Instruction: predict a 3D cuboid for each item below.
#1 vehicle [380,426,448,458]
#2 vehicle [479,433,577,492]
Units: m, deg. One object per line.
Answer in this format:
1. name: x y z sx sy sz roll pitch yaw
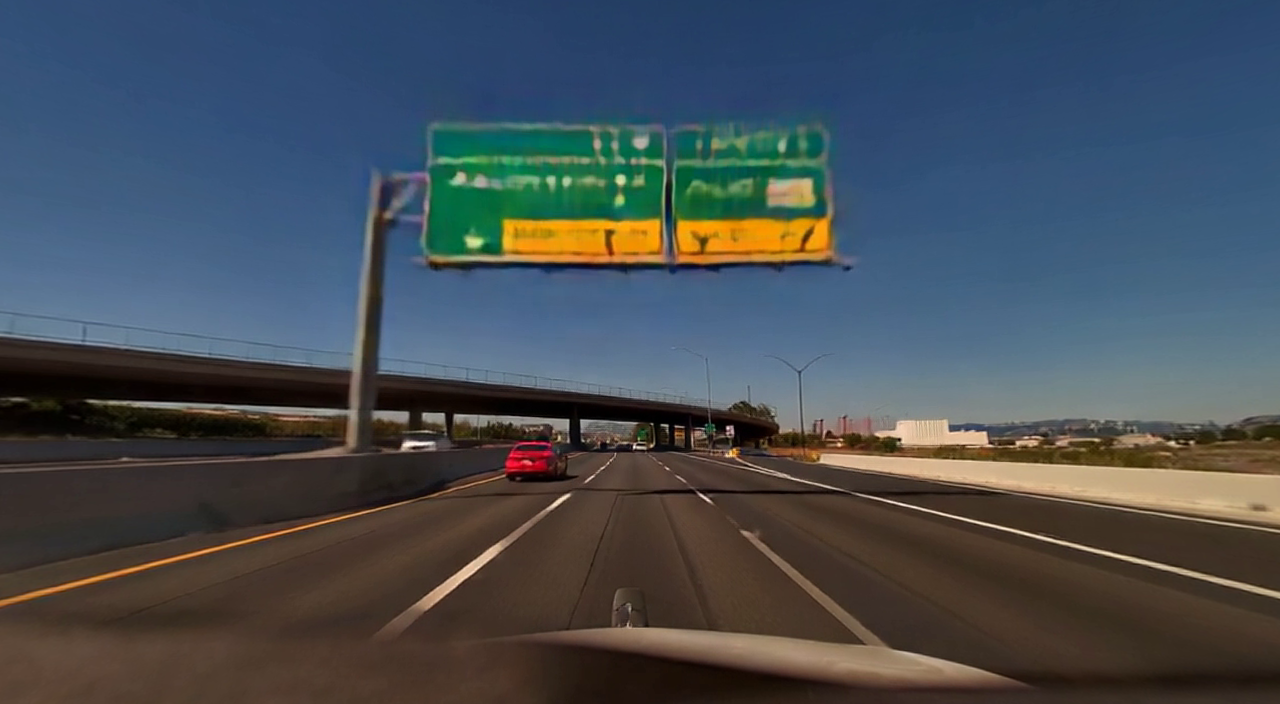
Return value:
1. vehicle: -12.670 5.072 35.566 2.026 1.678 4.590 0 -8 1
2. vehicle: -3.380 3.451 20.087 2.160 1.608 5.012 0 -8 1
